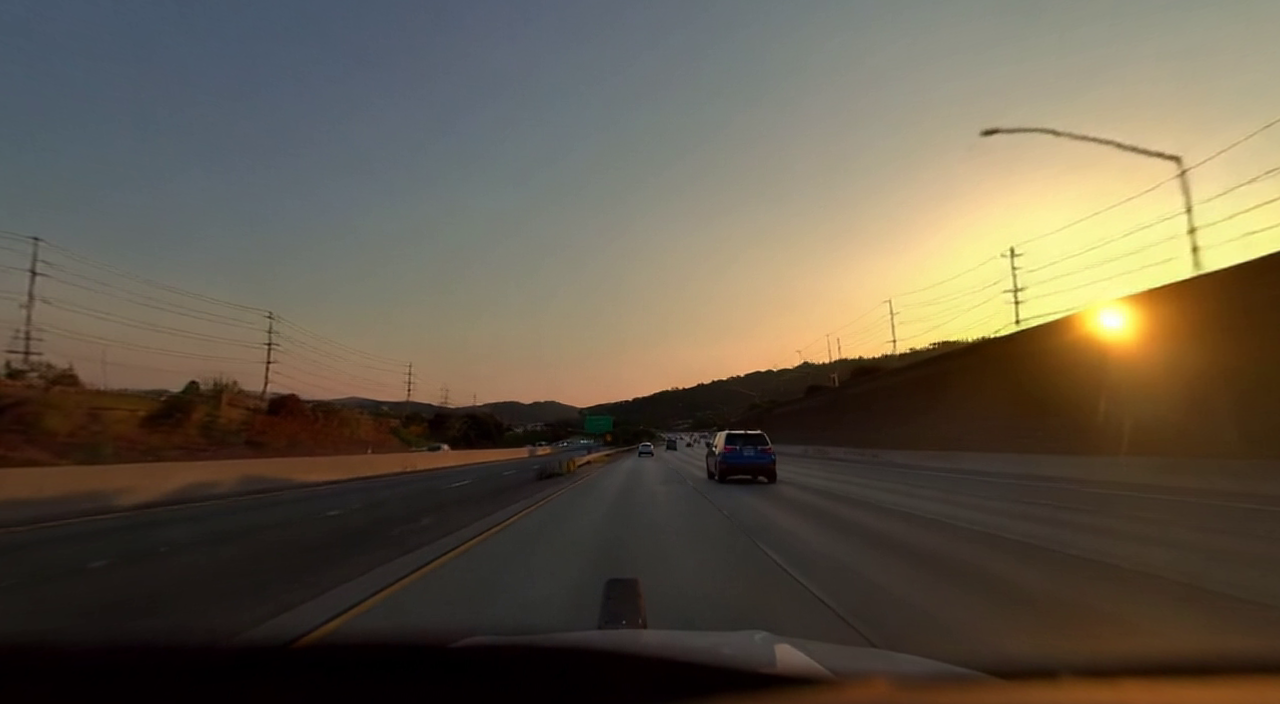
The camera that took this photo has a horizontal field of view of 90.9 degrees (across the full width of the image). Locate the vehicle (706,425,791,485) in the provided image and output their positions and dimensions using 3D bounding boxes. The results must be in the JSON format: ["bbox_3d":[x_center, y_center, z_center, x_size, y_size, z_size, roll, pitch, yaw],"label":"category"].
[{"bbox_3d":[3.586,3.503,21.722,2.120,1.832,4.287,0,-8,-1],"label":"vehicle"}]
